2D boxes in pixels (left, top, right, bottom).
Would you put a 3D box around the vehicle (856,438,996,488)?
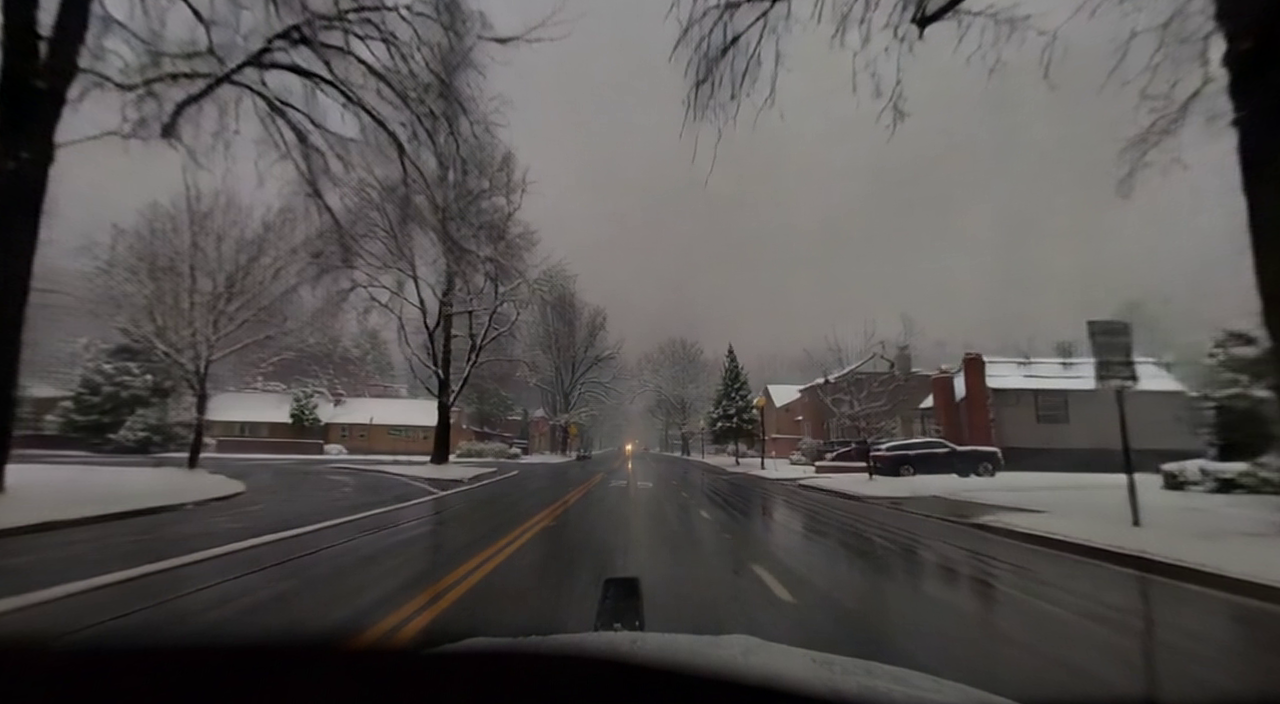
[{"bbox_3d":[10.962,4.260,24.493,4.453,1.590,1.861,-3,-6,2],"label":"vehicle"}]
